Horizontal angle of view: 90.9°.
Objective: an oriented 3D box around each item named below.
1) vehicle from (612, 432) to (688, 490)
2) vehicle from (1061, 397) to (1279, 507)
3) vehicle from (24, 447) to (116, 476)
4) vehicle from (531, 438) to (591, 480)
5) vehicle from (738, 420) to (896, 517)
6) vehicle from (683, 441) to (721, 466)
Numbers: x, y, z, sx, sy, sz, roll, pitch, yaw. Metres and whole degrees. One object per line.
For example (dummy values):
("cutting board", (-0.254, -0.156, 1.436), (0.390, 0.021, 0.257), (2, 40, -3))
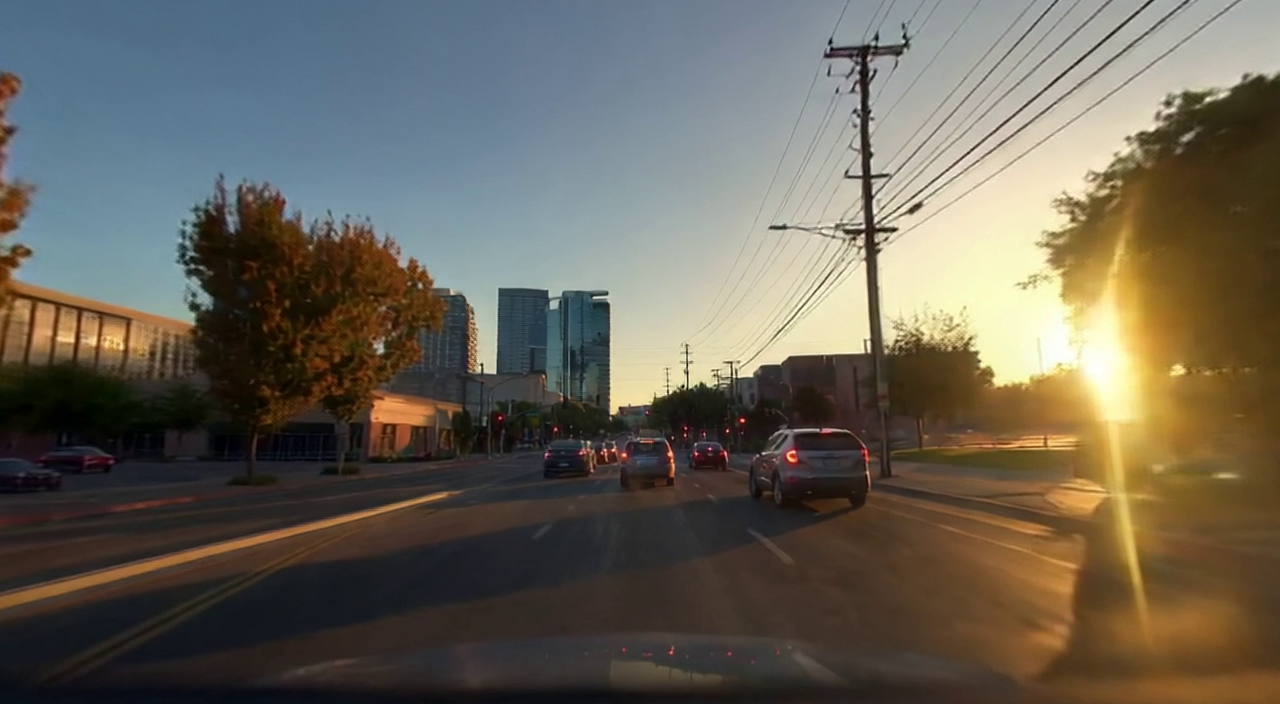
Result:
("vehicle", (0.289, 3.479, 20.462), (2.200, 1.653, 4.127), (0, -8, 0))
("vehicle", (11.512, 2.039, 13.093), (2.238, 1.845, 4.874), (-1, -8, 2))
("vehicle", (-37.803, 7.249, 41.969), (1.882, 1.753, 4.517), (0, -8, -1))
("vehicle", (-3.062, 4.257, 25.329), (2.104, 1.488, 4.546), (0, -8, -4))
("vehicle", (3.529, 2.423, 13.601), (2.024, 1.711, 4.512), (0, -8, -1))
("vehicle", (3.898, 6.458, 40.289), (1.880, 1.503, 4.130), (0, -8, -1))
